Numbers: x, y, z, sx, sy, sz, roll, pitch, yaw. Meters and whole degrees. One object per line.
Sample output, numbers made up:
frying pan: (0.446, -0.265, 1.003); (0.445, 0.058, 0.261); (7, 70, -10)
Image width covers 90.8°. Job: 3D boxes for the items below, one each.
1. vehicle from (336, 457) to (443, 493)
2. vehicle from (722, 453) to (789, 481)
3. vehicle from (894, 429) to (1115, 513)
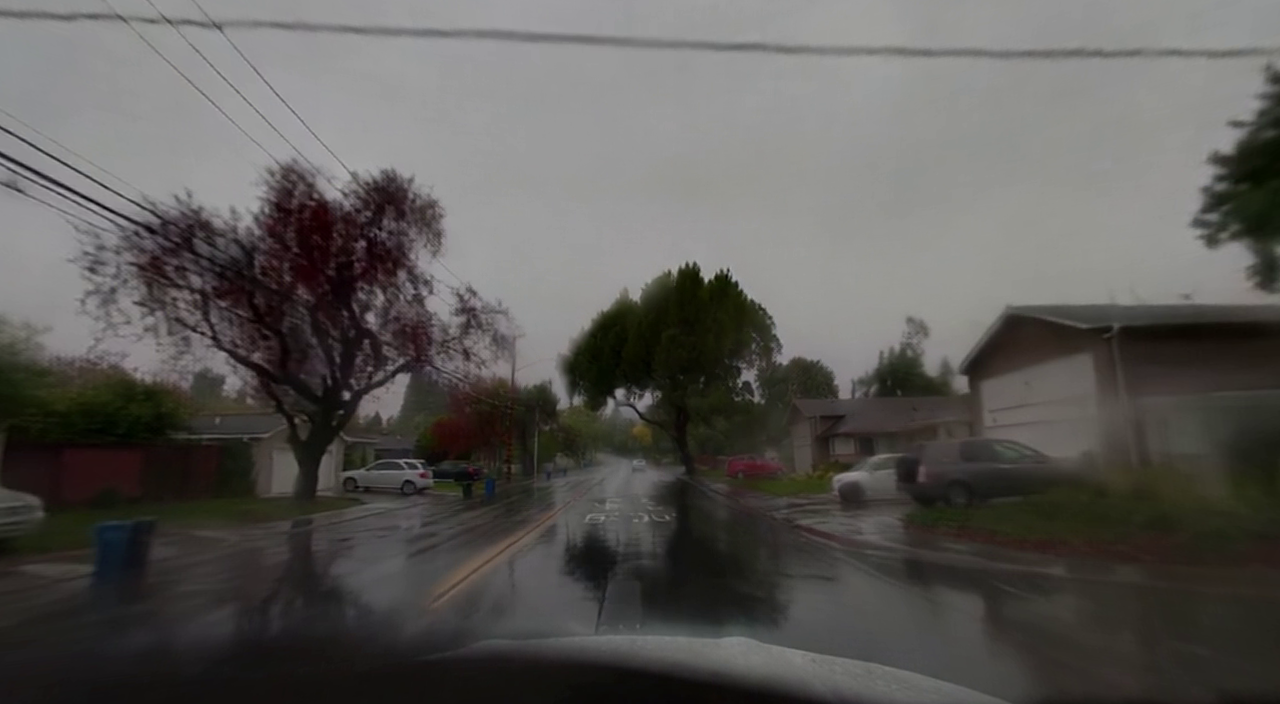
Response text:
vehicle: (-11.963, 5.892, 30.398); (4.243, 1.598, 2.003); (0, -9, 3)
vehicle: (7.428, 7.414, 40.868); (3.846, 1.725, 1.920); (1, -9, -4)
vehicle: (9.325, 3.067, 16.449); (4.557, 2.012, 1.917); (1, -9, -3)
